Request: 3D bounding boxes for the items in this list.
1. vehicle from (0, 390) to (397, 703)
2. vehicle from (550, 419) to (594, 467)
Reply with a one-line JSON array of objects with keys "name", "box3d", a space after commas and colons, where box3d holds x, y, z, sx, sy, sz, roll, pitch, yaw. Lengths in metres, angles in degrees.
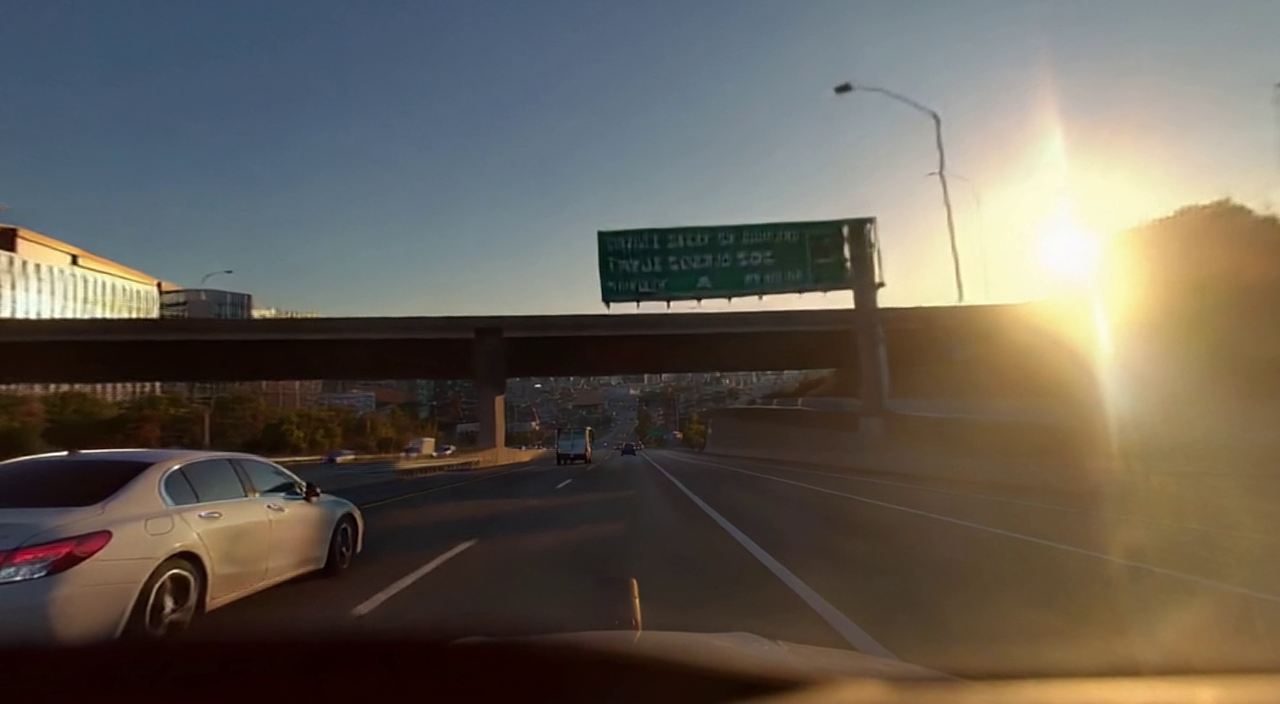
[{"name": "vehicle", "box3d": [-3.826, 1.275, 4.939, 2.025, 1.556, 4.594, 0, -8, 0]}, {"name": "vehicle", "box3d": [-4.410, 6.078, 42.139, 2.364, 2.953, 6.732, 0, -8, -1]}]
